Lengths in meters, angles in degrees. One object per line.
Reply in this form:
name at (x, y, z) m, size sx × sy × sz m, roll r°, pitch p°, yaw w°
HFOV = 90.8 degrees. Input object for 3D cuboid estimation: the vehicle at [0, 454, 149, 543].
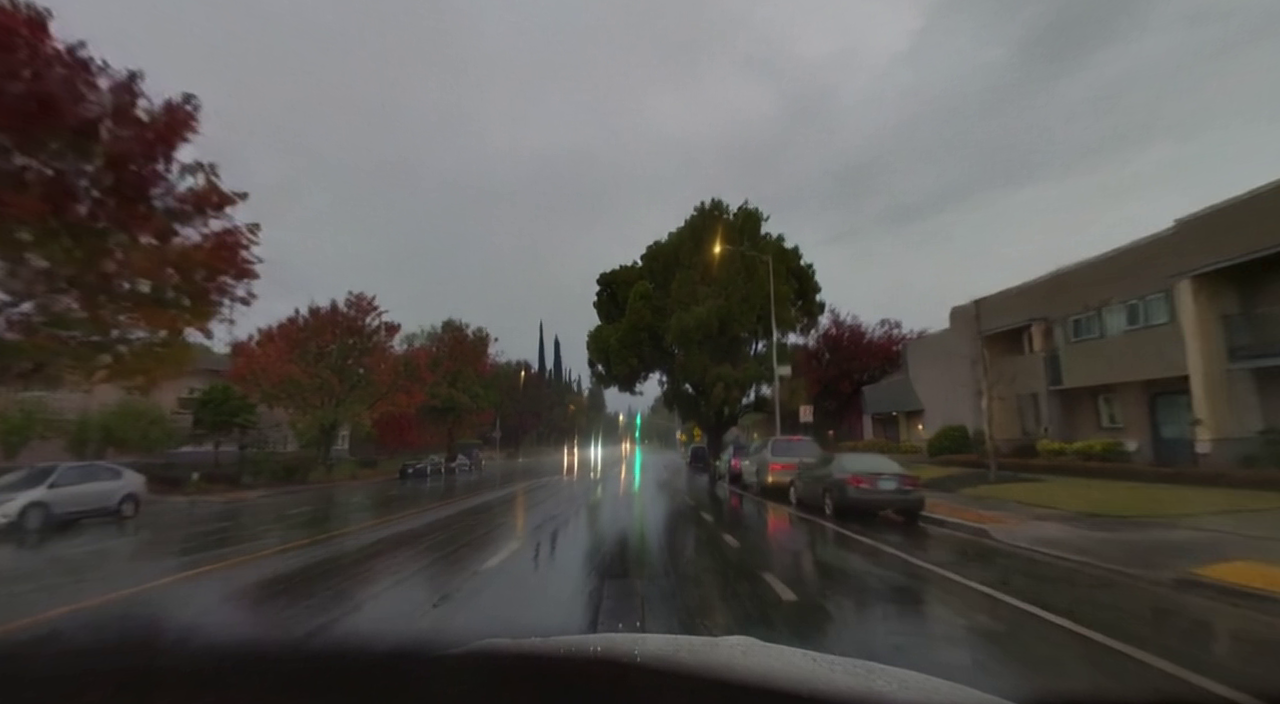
vehicle at (-13.693, 3.151, 13.783) m, size 2.239 × 1.645 × 4.700 m, roll -3°, pitch -8°, yaw -1°

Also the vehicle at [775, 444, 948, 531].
vehicle at (4.205, 2.620, 12.905) m, size 1.845 × 1.443 × 4.531 m, roll 0°, pitch -9°, yaw -1°

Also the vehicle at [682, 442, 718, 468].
vehicle at (4.349, 7.515, 46.267) m, size 2.220 × 1.752 × 4.782 m, roll 0°, pitch -9°, yaw 1°

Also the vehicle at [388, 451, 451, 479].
vehicle at (-13.900, 7.118, 40.142) m, size 2.163 × 1.641 × 4.875 m, roll 0°, pitch -9°, yaw 0°
